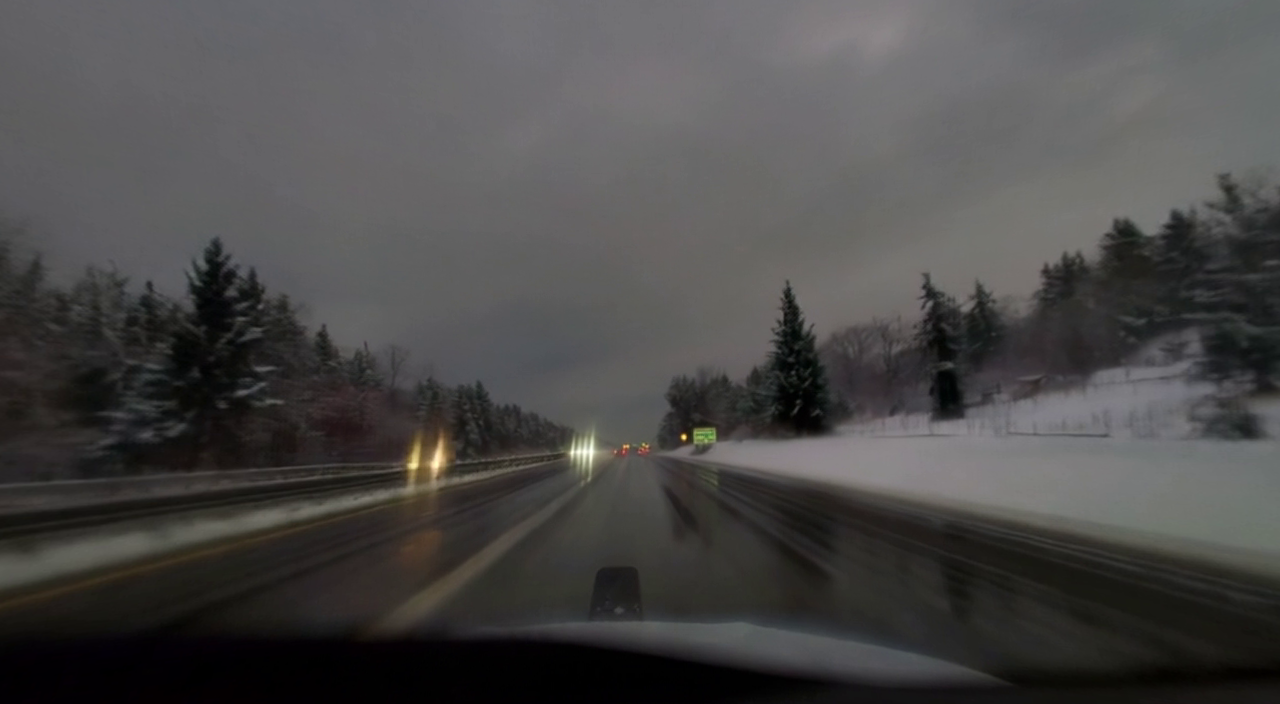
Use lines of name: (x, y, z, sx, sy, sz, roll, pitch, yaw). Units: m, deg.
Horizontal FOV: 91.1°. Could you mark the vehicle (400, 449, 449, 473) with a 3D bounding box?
vehicle: (-14.374, 7.285, 42.207, 1.857, 1.483, 4.282, 0, -9, -2)
